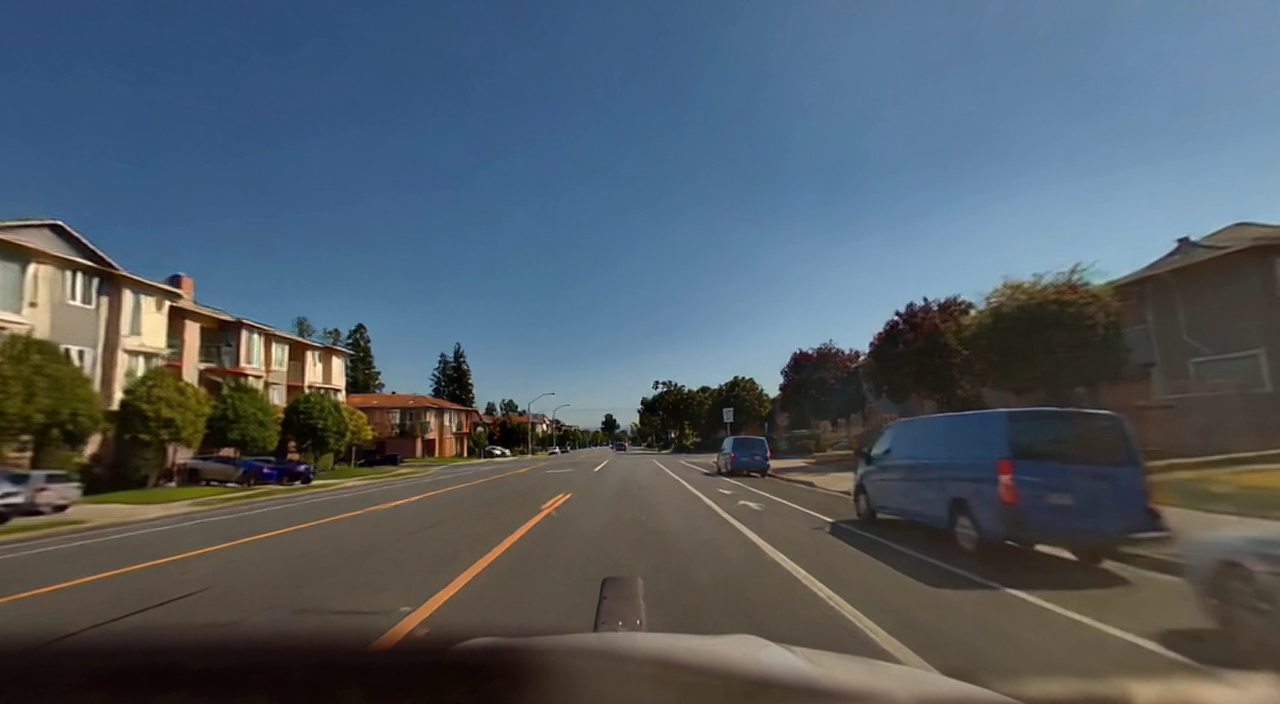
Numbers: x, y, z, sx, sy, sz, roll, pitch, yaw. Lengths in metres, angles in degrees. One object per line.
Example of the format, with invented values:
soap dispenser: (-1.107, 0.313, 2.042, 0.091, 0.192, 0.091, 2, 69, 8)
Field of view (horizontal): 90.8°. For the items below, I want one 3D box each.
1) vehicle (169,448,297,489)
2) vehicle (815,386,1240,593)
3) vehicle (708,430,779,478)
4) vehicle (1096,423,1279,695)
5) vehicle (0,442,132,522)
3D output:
vehicle: (-18.471, 5.276, 28.856, 4.397, 1.768, 1.956, 1, -8, -4)
vehicle: (4.531, 1.741, 9.027, 2.254, 1.968, 5.838, 0, -8, -1)
vehicle: (4.339, 4.363, 27.248, 2.052, 1.859, 4.778, 1, -8, -3)
vehicle: (4.542, 1.004, 2.512, 1.923, 1.493, 4.628, 0, -8, -1)
vehicle: (-17.774, 3.493, 17.345, 5.645, 1.996, 2.259, 0, -8, 0)
